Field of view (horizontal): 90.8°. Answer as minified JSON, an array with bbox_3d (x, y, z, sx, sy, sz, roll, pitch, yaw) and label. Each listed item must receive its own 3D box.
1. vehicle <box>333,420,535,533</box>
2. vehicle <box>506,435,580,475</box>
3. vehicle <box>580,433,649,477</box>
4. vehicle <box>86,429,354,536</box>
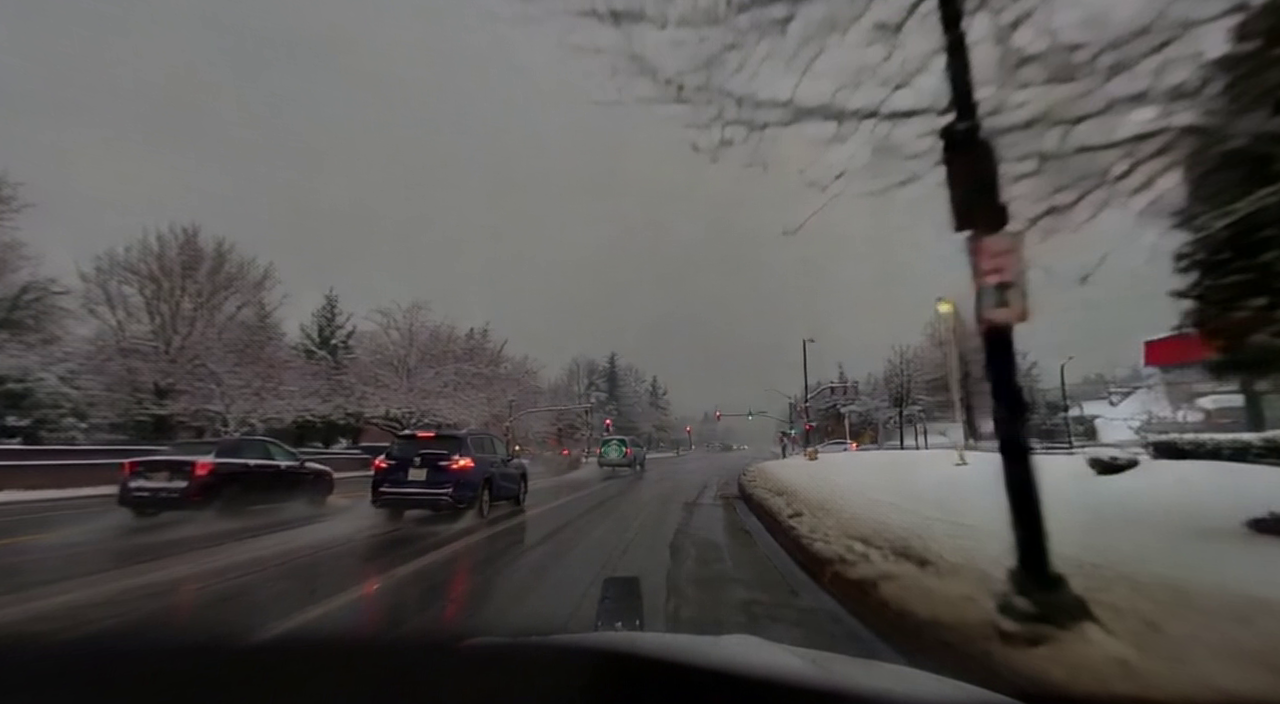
[{"bbox_3d":[-3.507,2.208,11.749,2.002,1.664,4.113,0,-9,6],"label":"vehicle"},{"bbox_3d":[-4.745,5.170,31.774,2.160,1.779,4.549,0,-9,12],"label":"vehicle"},{"bbox_3d":[-1.074,4.808,29.720,2.167,1.832,4.679,0,-9,12],"label":"vehicle"},{"bbox_3d":[-7.337,2.287,11.665,1.974,1.558,3.949,1,-9,5],"label":"vehicle"}]
